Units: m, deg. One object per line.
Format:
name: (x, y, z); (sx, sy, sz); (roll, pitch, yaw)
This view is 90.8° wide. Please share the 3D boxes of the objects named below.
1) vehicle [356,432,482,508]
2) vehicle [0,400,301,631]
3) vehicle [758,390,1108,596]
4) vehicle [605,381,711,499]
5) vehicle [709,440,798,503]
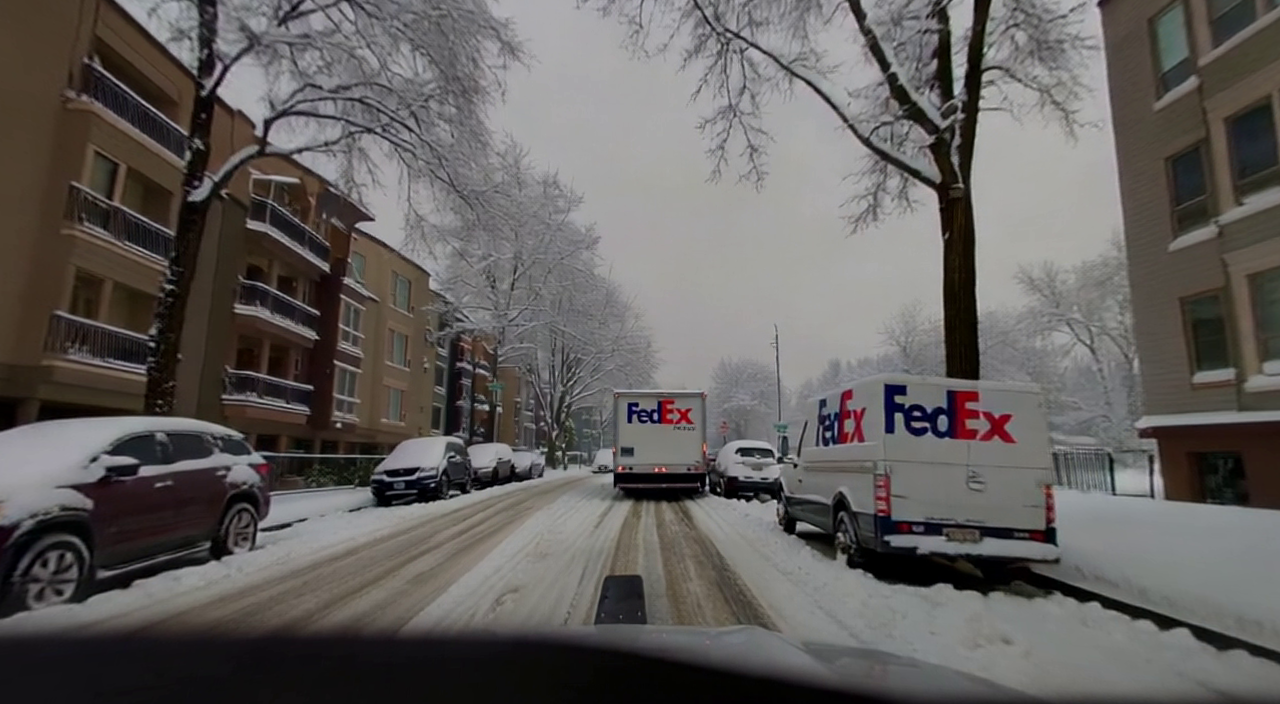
vehicle: (-6.081, 3.271, 18.091); (2.020, 1.867, 4.654); (0, -8, -1)
vehicle: (-5.959, 1.558, 6.898); (2.089, 1.757, 4.256); (0, -8, 0)
vehicle: (3.376, 1.774, 8.998); (2.221, 1.991, 5.564); (0, -8, -1)
vehicle: (0.404, 3.028, 21.647); (2.930, 3.275, 8.180); (0, -8, -1)
vehicle: (3.192, 3.412, 18.512); (1.868, 1.623, 3.815); (0, -8, 0)
